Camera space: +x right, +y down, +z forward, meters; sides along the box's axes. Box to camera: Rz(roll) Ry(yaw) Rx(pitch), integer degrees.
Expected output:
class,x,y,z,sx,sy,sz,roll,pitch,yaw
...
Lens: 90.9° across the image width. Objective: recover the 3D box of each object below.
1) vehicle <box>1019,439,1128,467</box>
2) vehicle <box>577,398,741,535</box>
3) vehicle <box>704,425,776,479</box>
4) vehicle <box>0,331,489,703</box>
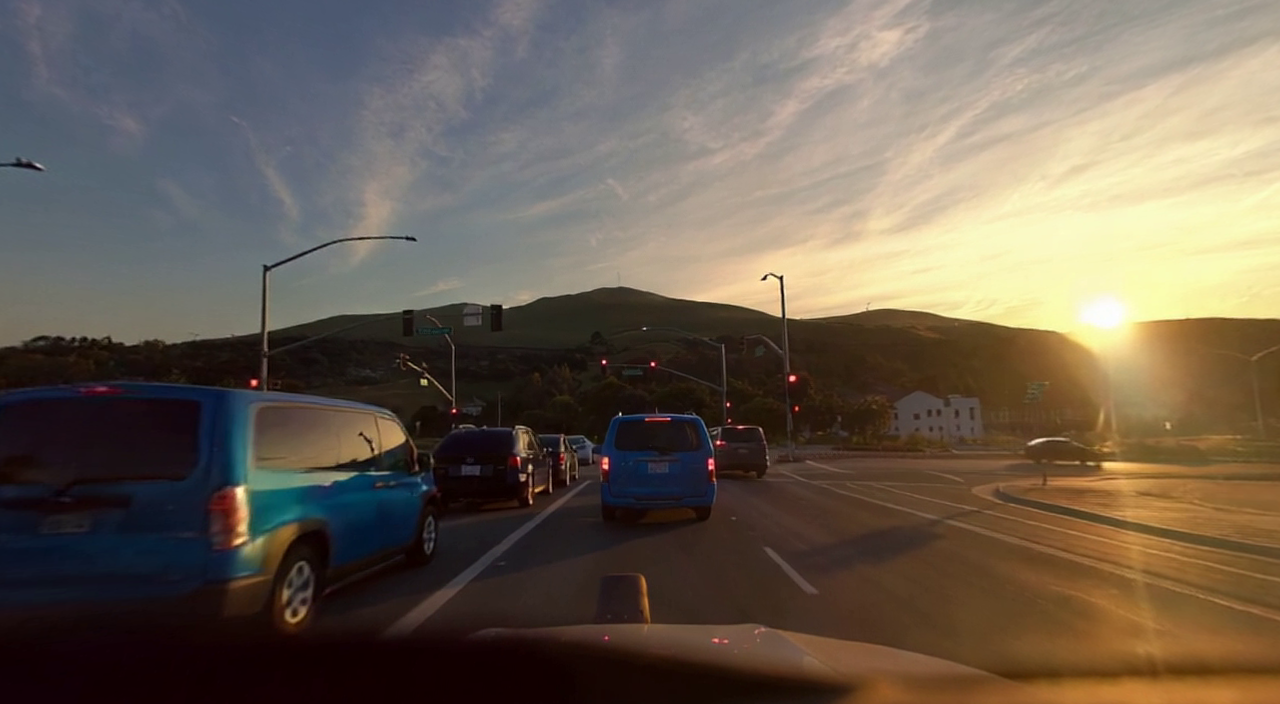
class,x,y,z,sx,sy,sz,roll,pitch,yaw
vehicle,23.990,5.591,35.000,4.696,1.461,1.810,0,-8,-1
vehicle,0.238,1.855,10.694,2.185,1.822,4.391,0,-8,0
vehicle,3.267,3.367,21.398,1.817,1.662,3.843,0,-8,0
vehicle,-2.831,1.138,4.758,2.131,1.783,4.540,0,-8,2
